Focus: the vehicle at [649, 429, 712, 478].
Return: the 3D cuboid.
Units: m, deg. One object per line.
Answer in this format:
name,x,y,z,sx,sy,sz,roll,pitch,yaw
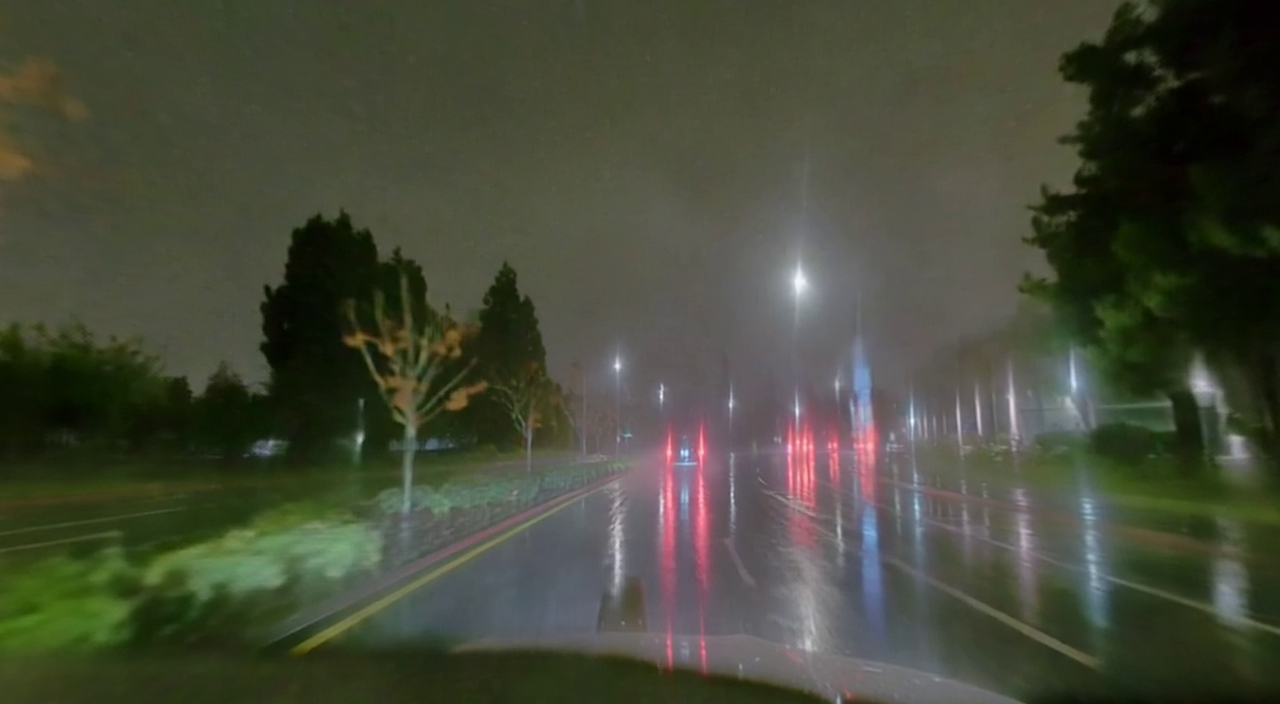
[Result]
vehicle,1.932,4.475,28.005,2.371,1.926,5.615,-1,-9,8
